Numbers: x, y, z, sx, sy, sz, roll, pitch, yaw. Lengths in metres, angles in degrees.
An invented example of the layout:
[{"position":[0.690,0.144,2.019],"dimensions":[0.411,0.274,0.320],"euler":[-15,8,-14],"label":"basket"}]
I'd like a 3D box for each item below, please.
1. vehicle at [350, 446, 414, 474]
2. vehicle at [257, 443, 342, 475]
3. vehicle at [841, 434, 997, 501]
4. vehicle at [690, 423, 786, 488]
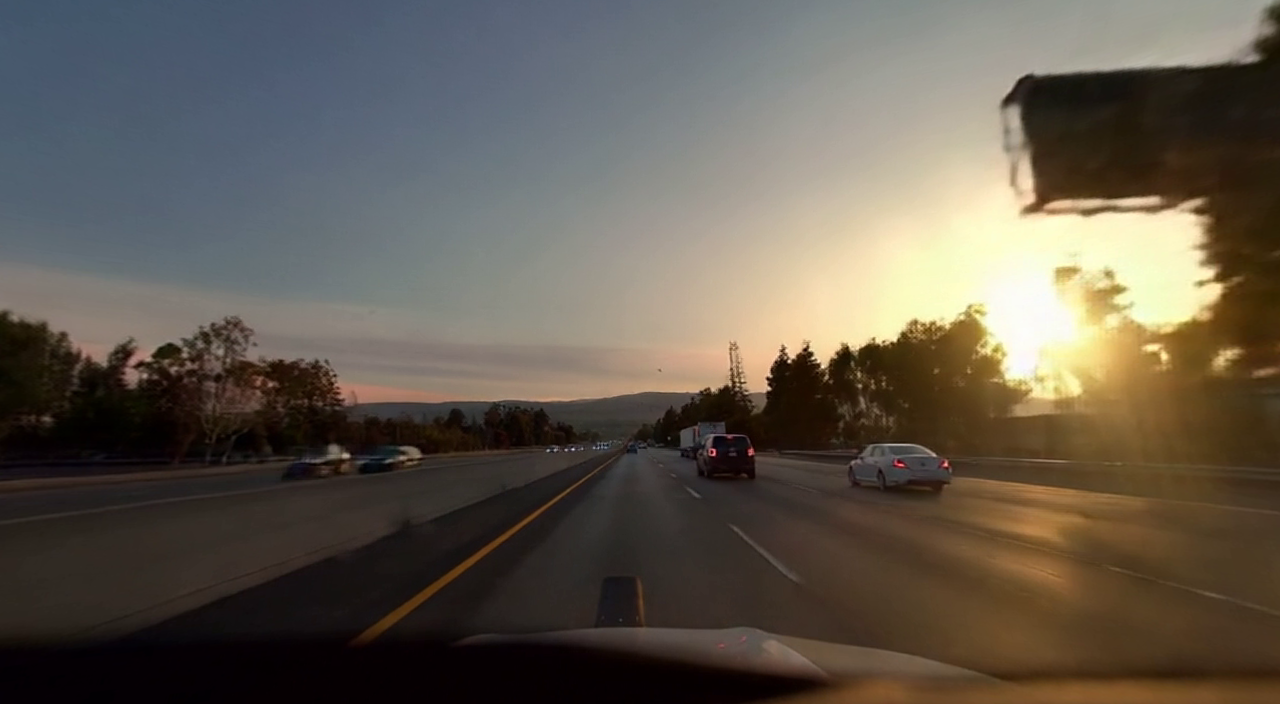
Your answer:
[{"position":[-14.521,6.086,35.840],"dimensions":[1.834,1.458,4.259],"euler":[0,-8,-1],"label":"vehicle"},{"position":[-18.453,5.765,34.465],"dimensions":[2.209,1.570,4.395],"euler":[0,-8,-1],"label":"vehicle"},{"position":[6.822,2.851,16.027],"dimensions":[2.009,1.456,4.097],"euler":[0,-8,-1],"label":"vehicle"},{"position":[2.987,3.330,20.573],"dimensions":[2.258,1.824,4.908],"euler":[0,-8,-1],"label":"vehicle"}]
